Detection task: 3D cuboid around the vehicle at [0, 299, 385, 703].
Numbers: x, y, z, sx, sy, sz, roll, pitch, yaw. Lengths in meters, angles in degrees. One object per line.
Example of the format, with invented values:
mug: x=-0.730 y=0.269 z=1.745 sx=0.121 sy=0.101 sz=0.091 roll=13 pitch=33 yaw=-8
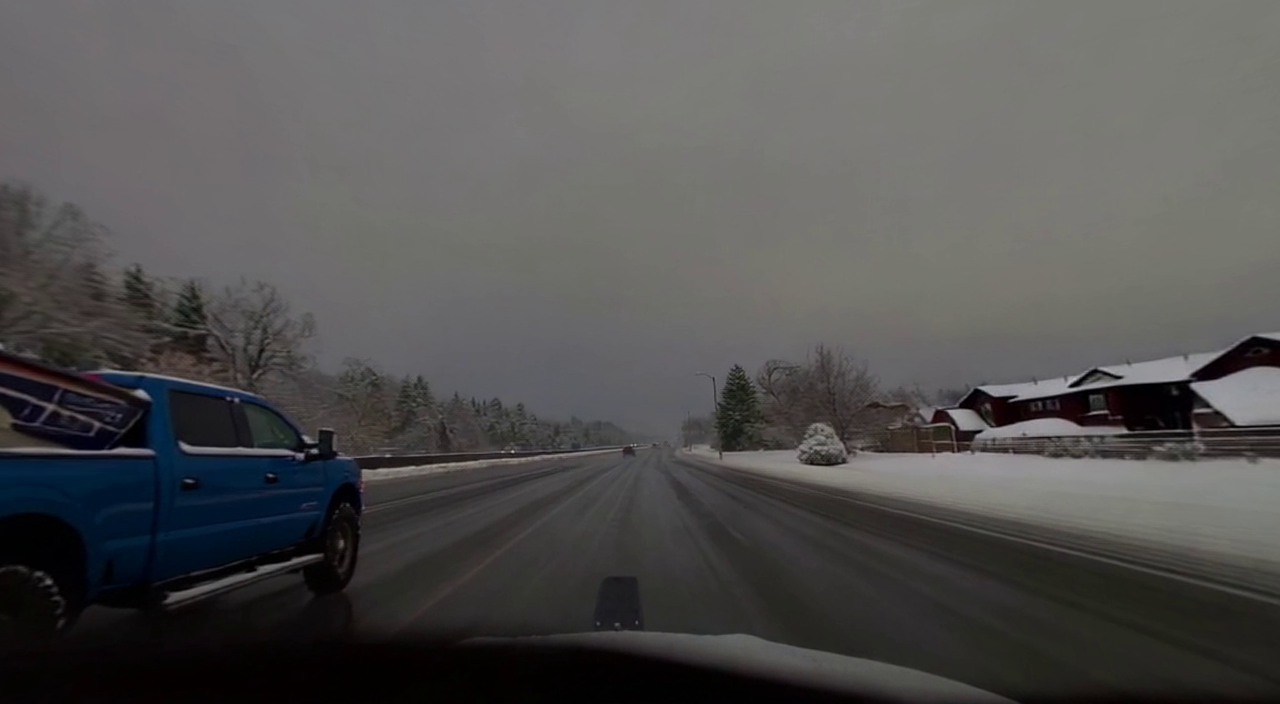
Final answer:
vehicle: x=-3.505 y=0.844 z=3.184 sx=2.202 sy=1.836 sz=5.009 roll=0 pitch=-9 yaw=1
